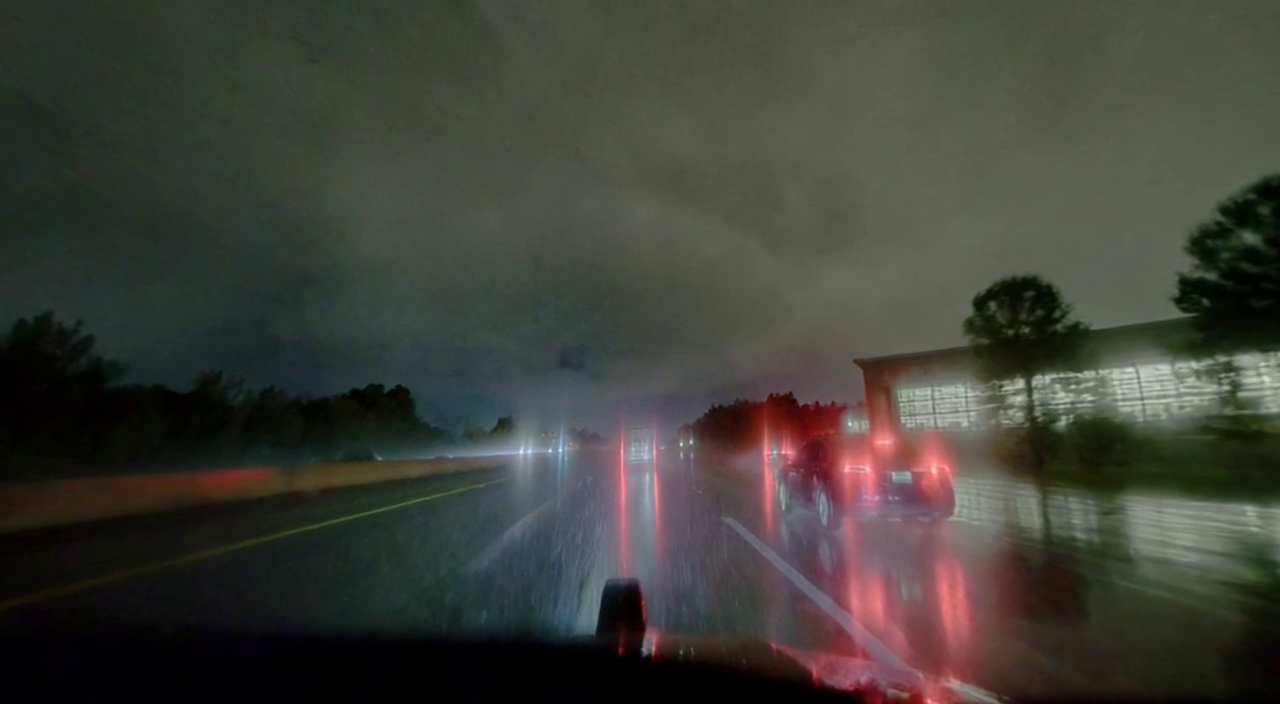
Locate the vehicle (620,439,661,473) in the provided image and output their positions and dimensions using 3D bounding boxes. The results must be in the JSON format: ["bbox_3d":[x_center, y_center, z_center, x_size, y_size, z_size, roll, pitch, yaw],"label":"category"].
[{"bbox_3d":[0.017,5.423,32.931,2.015,1.639,4.086,0,-9,0],"label":"vehicle"}]

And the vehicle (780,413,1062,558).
[{"bbox_3d":[3.704,1.894,9.632,2.008,1.595,5.082,0,-9,1],"label":"vehicle"}]

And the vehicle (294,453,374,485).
[{"bbox_3d":[-15.975,6.112,33.184,1.858,1.499,4.422,0,-9,2],"label":"vehicle"}]

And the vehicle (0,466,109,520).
[{"bbox_3d":[-19.556,4.362,19.710,1.794,1.457,4.626,0,-9,0],"label":"vehicle"}]
